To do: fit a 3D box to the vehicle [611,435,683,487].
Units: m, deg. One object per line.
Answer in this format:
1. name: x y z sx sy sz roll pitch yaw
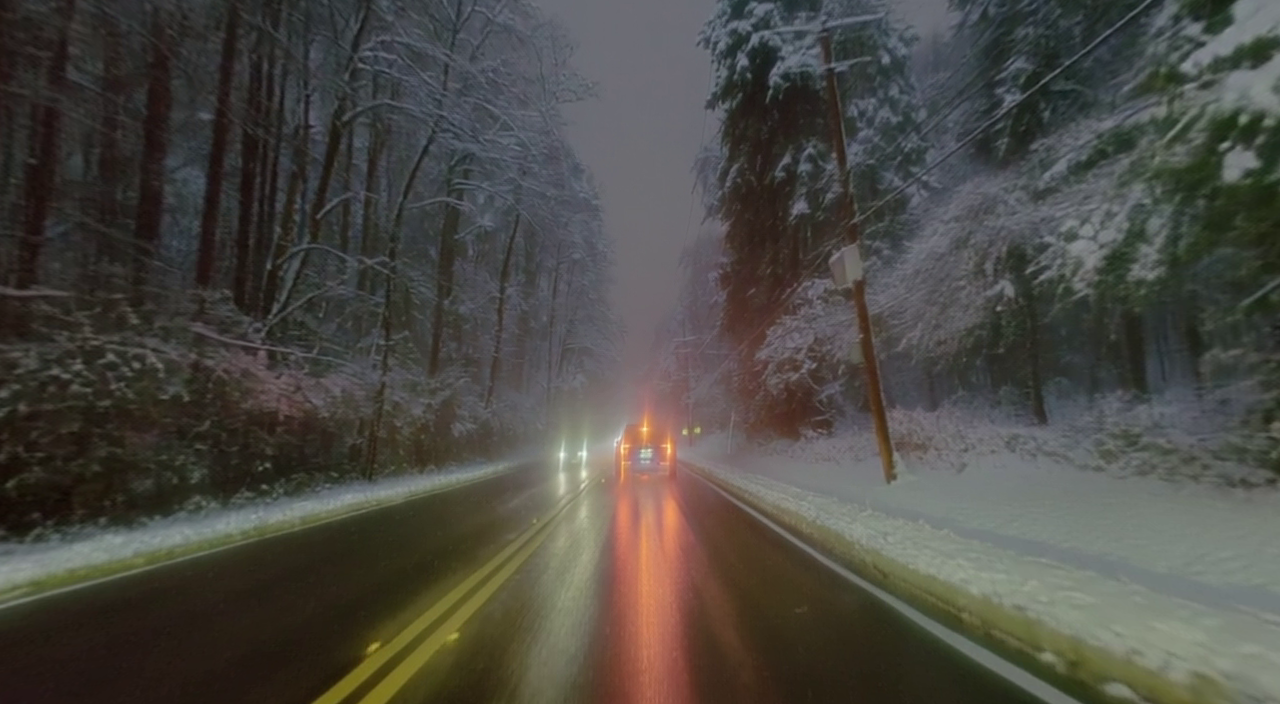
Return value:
1. vehicle: 0.178 3.429 20.132 2.081 1.503 3.726 0 -8 -1
